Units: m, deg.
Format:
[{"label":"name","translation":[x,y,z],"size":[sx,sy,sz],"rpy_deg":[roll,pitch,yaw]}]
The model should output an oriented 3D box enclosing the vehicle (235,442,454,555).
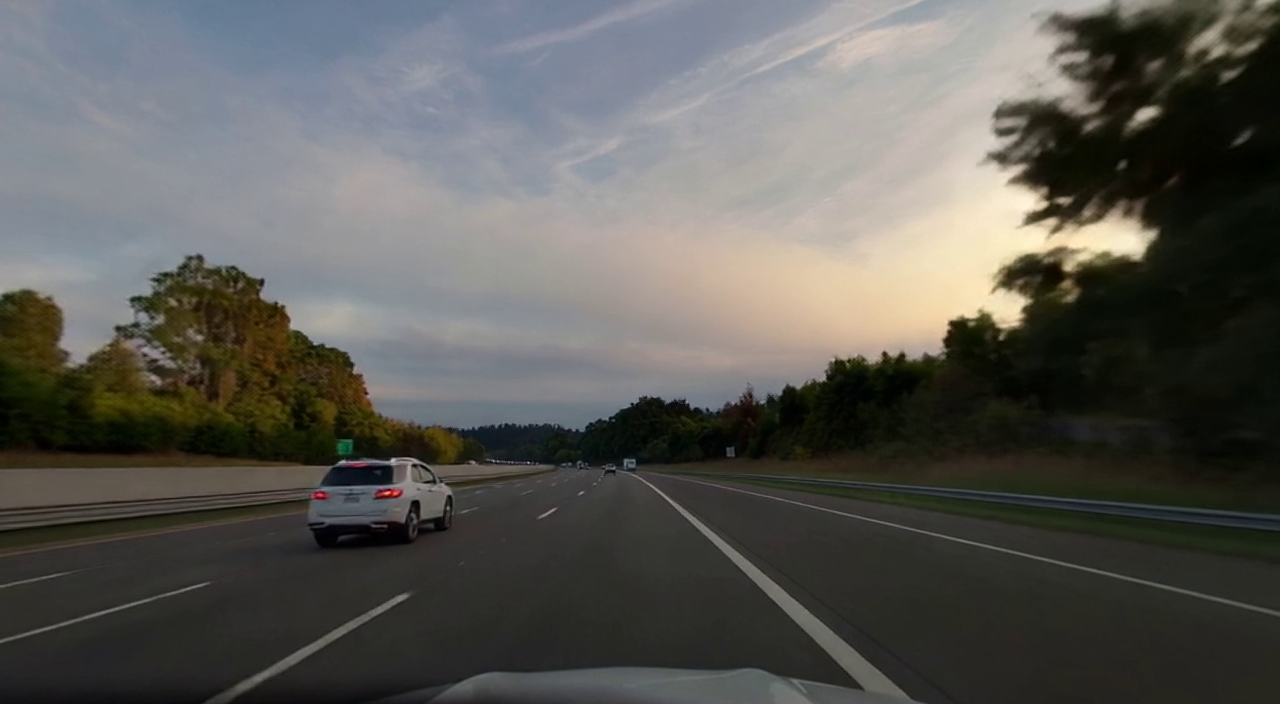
[{"label":"vehicle","translation":[-4.804,2.449,10.969],"size":[2.025,1.584,3.657],"rpy_deg":[1,-10,-1]}]
